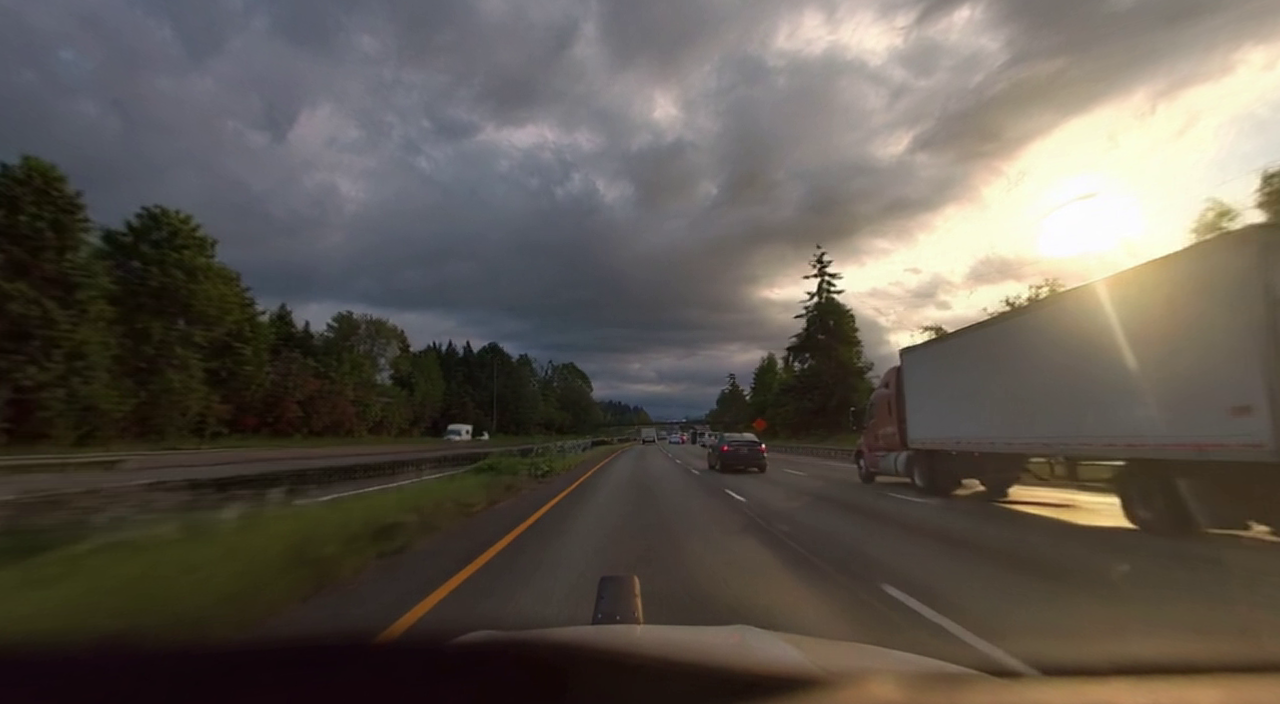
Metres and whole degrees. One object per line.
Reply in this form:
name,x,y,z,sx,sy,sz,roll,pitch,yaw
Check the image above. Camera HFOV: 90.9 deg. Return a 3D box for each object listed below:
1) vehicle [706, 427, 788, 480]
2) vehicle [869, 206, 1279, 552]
vehicle,3.694,3.578,22.564,2.011,1.672,4.415,0,-8,-2
vehicle,9.249,1.075,13.151,3.440,4.093,13.944,0,-8,-1
